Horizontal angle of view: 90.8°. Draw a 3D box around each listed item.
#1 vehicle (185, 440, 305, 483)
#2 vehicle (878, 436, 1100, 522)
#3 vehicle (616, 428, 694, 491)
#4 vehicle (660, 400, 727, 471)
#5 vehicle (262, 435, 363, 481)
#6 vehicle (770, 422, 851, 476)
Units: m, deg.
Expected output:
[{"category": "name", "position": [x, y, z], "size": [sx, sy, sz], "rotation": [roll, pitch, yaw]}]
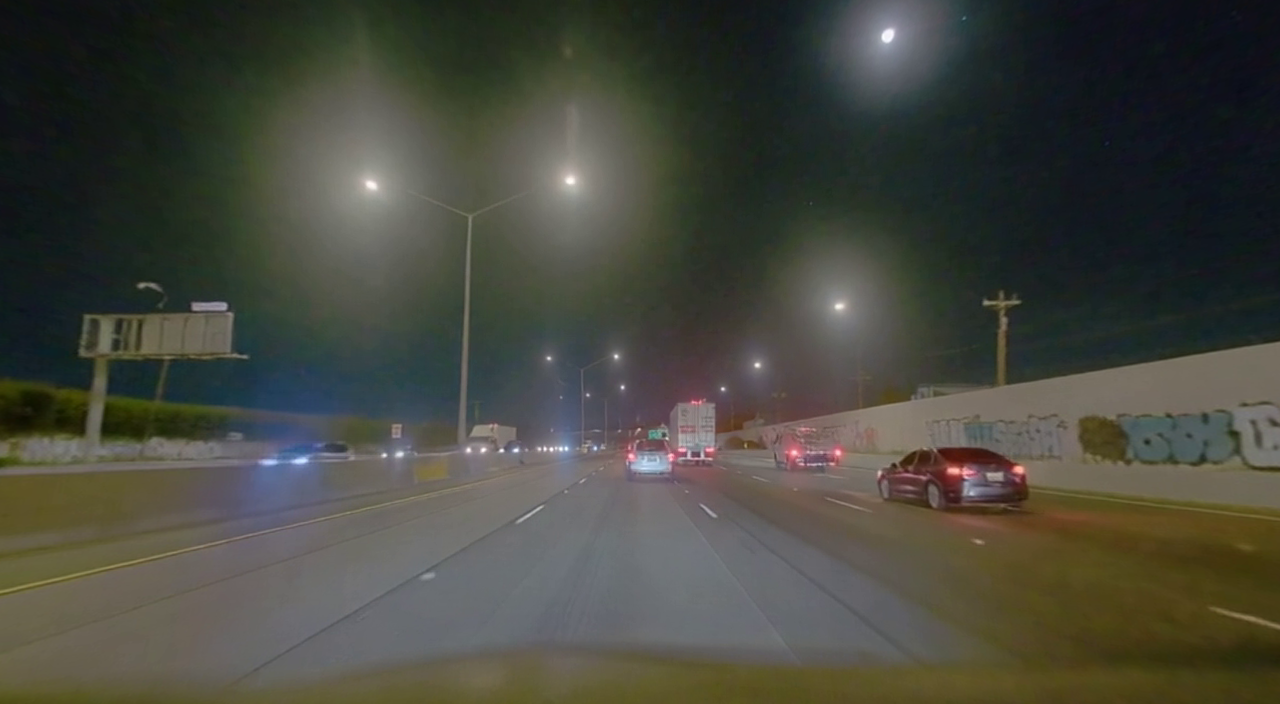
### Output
[{"category": "vehicle", "position": [-14.210, 3.946, 22.995], "size": [2.065, 1.401, 3.497], "rotation": [0, -9, 0]}, {"category": "vehicle", "position": [6.954, 2.565, 13.347], "size": [1.915, 1.476, 4.677], "rotation": [0, -9, -1]}, {"category": "vehicle", "position": [0.342, 3.614, 21.567], "size": [2.249, 1.843, 5.176], "rotation": [0, -9, -3]}, {"category": "vehicle", "position": [3.034, 5.268, 39.172], "size": [2.976, 3.806, 10.591], "rotation": [0, -9, -1]}, {"category": "vehicle", "position": [-10.650, 3.458, 20.794], "size": [1.526, 1.383, 3.355], "rotation": [0, -9, 0]}, {"category": "vehicle", "position": [8.251, 4.813, 31.433], "size": [2.322, 2.360, 6.433], "rotation": [0, -9, 1]}]
